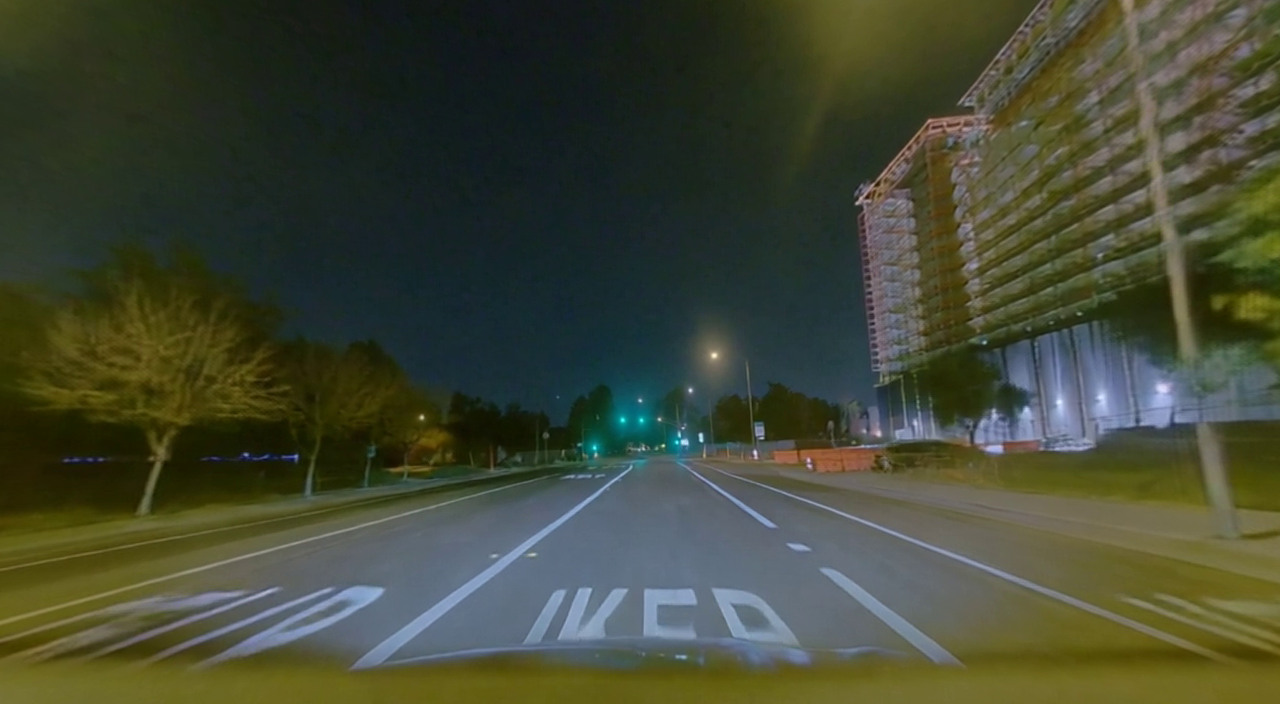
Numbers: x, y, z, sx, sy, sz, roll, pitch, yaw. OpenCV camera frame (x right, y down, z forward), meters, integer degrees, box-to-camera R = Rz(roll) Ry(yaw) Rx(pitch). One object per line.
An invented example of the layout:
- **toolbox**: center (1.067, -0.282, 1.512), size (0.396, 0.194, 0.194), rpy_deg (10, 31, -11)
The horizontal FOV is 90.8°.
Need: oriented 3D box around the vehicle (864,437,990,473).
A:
- **vehicle**: center (11.680, 4.225, 25.977), size (4.251, 1.418, 1.896), rpy_deg (0, -9, 3)
